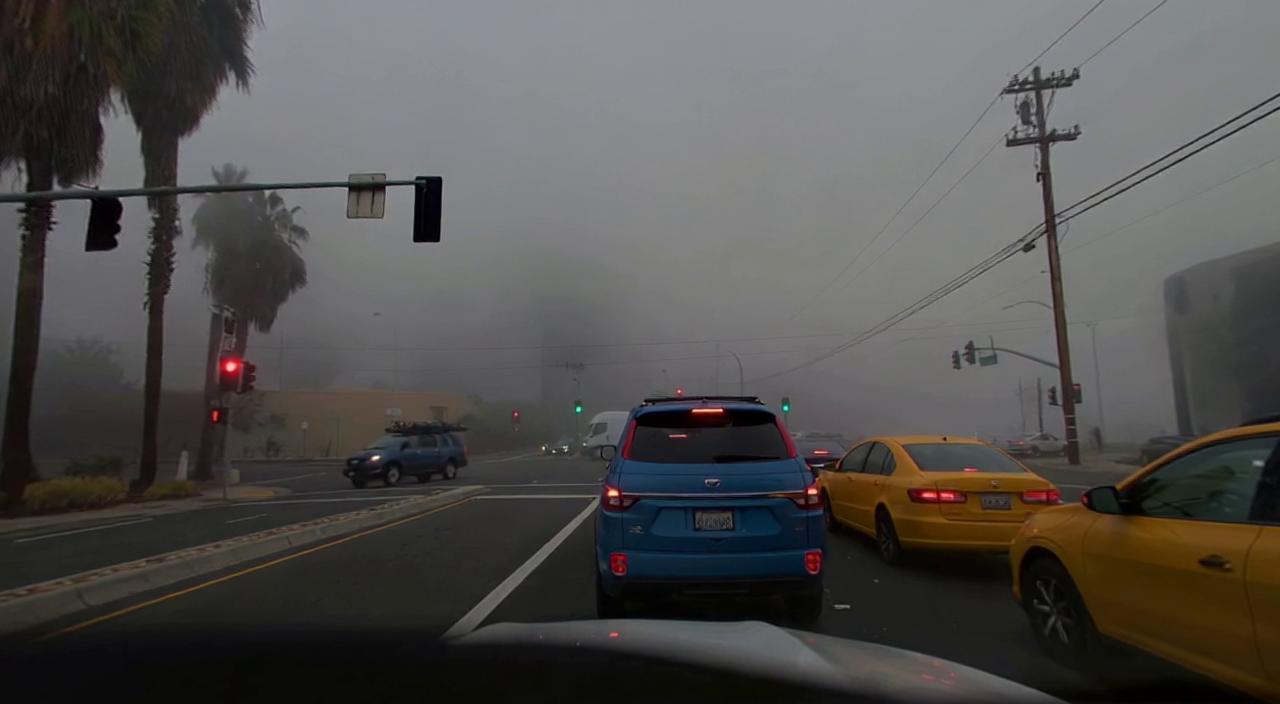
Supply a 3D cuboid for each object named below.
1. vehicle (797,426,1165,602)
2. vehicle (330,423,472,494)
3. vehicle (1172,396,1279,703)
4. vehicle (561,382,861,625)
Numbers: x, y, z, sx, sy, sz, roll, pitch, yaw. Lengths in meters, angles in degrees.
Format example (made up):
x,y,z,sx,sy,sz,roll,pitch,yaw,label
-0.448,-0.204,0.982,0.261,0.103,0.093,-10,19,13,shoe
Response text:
x,y,z,sx,sy,sz,roll,pitch,yaw,label
3.426,1.689,7.509,1.895,1.456,4.255,0,-9,-2,vehicle
-9.955,4.502,27.015,2.230,2.653,5.869,-3,-9,20,vehicle
3.348,0.652,0.658,1.805,1.485,4.348,0,-9,1,vehicle
0.449,1.435,6.888,2.228,1.780,4.269,0,-9,-2,vehicle
